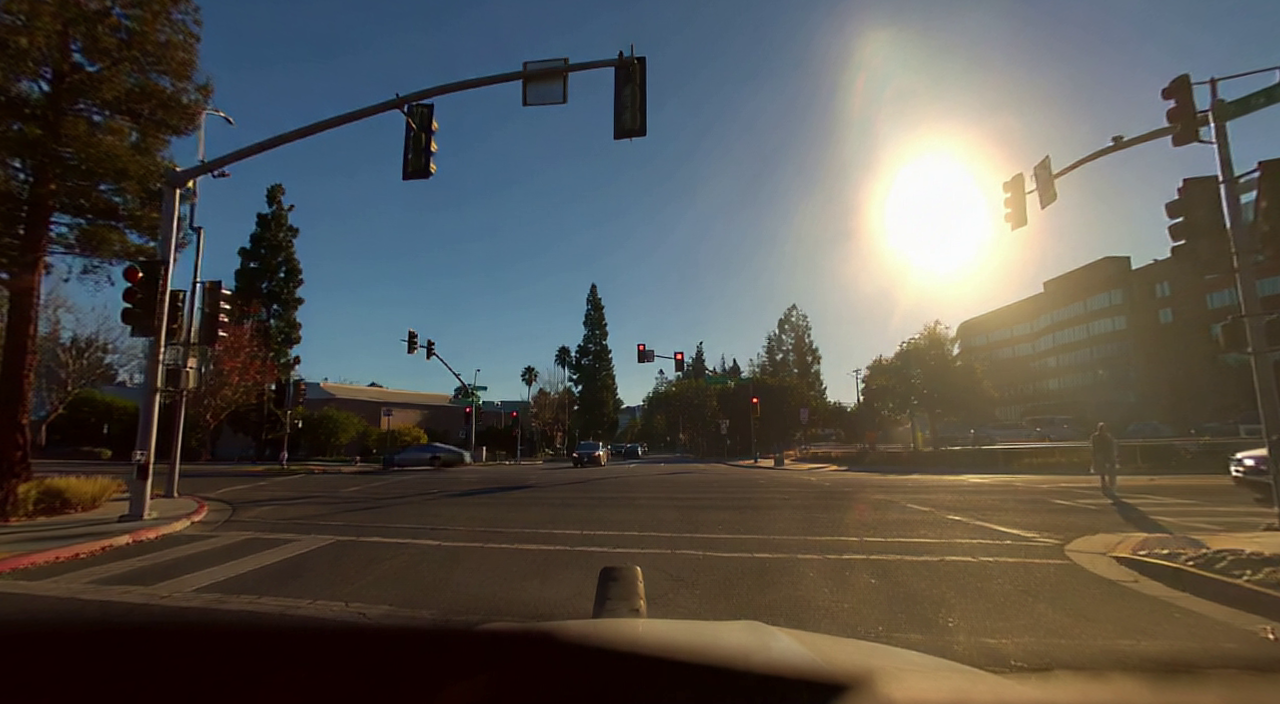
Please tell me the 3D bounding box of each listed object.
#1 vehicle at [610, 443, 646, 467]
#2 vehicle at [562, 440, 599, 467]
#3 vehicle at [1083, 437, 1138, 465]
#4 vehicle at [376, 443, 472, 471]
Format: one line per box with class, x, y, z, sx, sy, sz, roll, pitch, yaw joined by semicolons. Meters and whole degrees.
vehicle;-0.865;6.827;41.985;2.056;1.492;3.937;1;-9;-6
vehicle;-4.120;7.101;44.276;2.251;1.756;4.610;0;-9;-2
vehicle;26.958;5.658;36.147;2.092;1.474;4.046;-8;-11;40
vehicle;-11.763;5.717;34.454;4.628;1.414;1.897;-3;-9;16
